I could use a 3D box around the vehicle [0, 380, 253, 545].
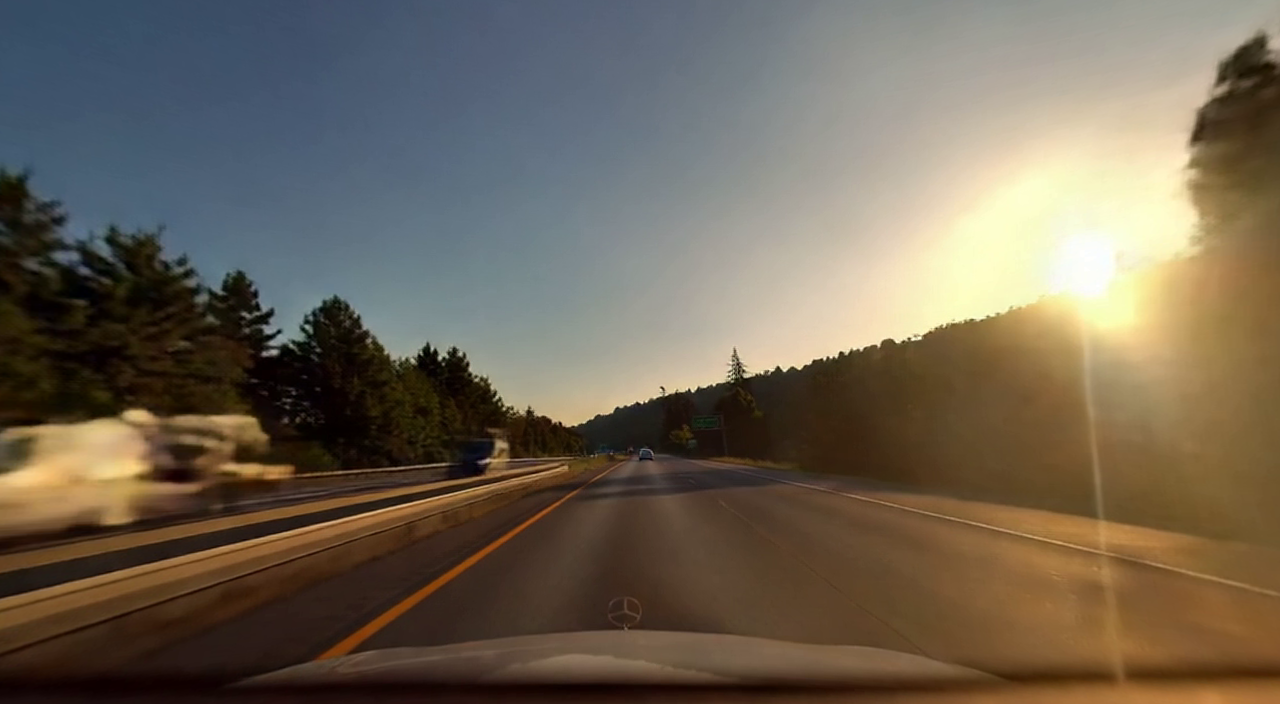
[{"bbox_3d":[-12.660,2.540,15.014,2.459,3.018,6.687,0,-9,1],"label":"vehicle"}]

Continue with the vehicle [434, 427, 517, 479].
[{"bbox_3d":[-9.148,5.750,35.883,2.861,2.656,6.435,0,-9,1],"label":"vehicle"}]
